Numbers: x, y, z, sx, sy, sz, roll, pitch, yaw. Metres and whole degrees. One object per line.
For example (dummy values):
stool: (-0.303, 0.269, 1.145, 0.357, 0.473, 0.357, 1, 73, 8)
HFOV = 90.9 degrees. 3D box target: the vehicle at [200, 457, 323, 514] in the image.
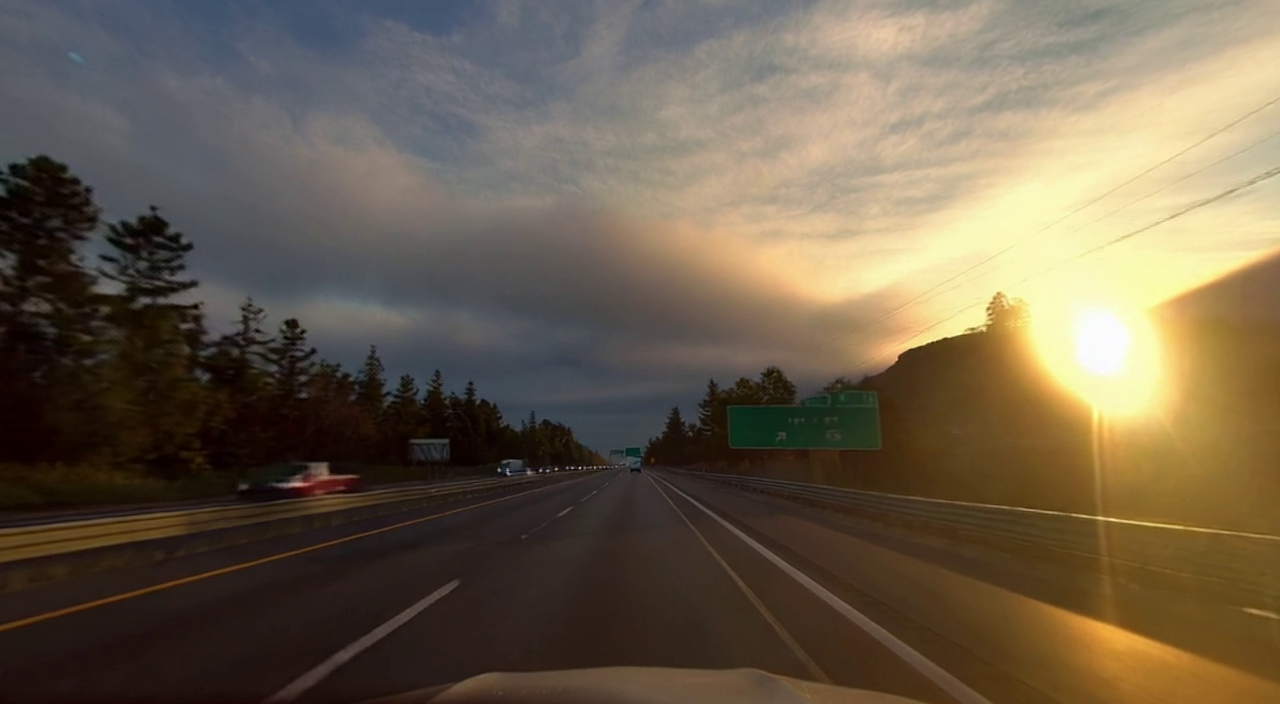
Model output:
vehicle: (-12.314, 4.370, 20.822, 1.680, 1.675, 3.717, 1, -11, 0)
